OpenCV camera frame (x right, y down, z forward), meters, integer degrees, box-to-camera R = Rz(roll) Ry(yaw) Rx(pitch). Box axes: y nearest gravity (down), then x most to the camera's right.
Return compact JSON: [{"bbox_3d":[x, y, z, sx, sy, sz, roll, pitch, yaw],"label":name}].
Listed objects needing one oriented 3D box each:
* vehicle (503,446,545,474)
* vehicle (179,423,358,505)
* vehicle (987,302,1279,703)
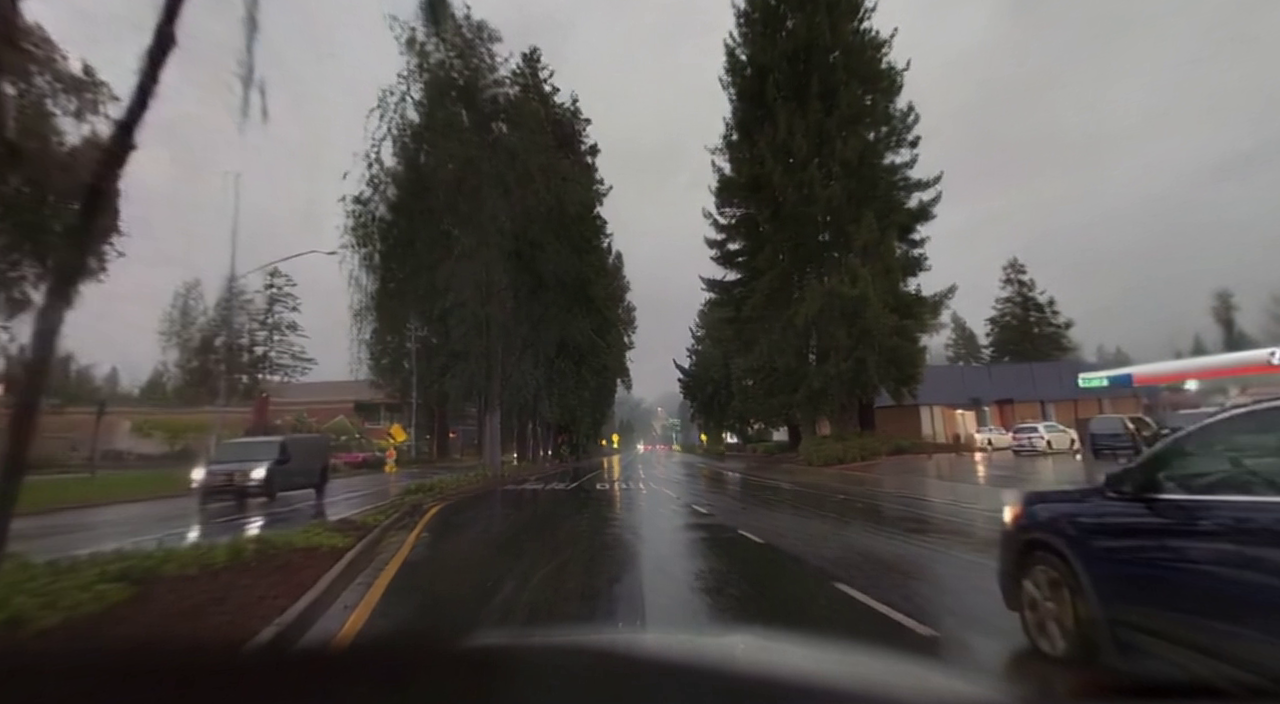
[{"bbox_3d":[-8.032,7.519,44.185,2.079,1.830,4.951,0,-9,-1],"label":"vehicle"},{"bbox_3d":[-11.181,3.408,19.720,2.131,2.148,5.709,0,-9,-1],"label":"vehicle"},{"bbox_3d":[3.812,0.688,2.337,2.218,1.878,4.748,0,-9,-2],"label":"vehicle"}]
